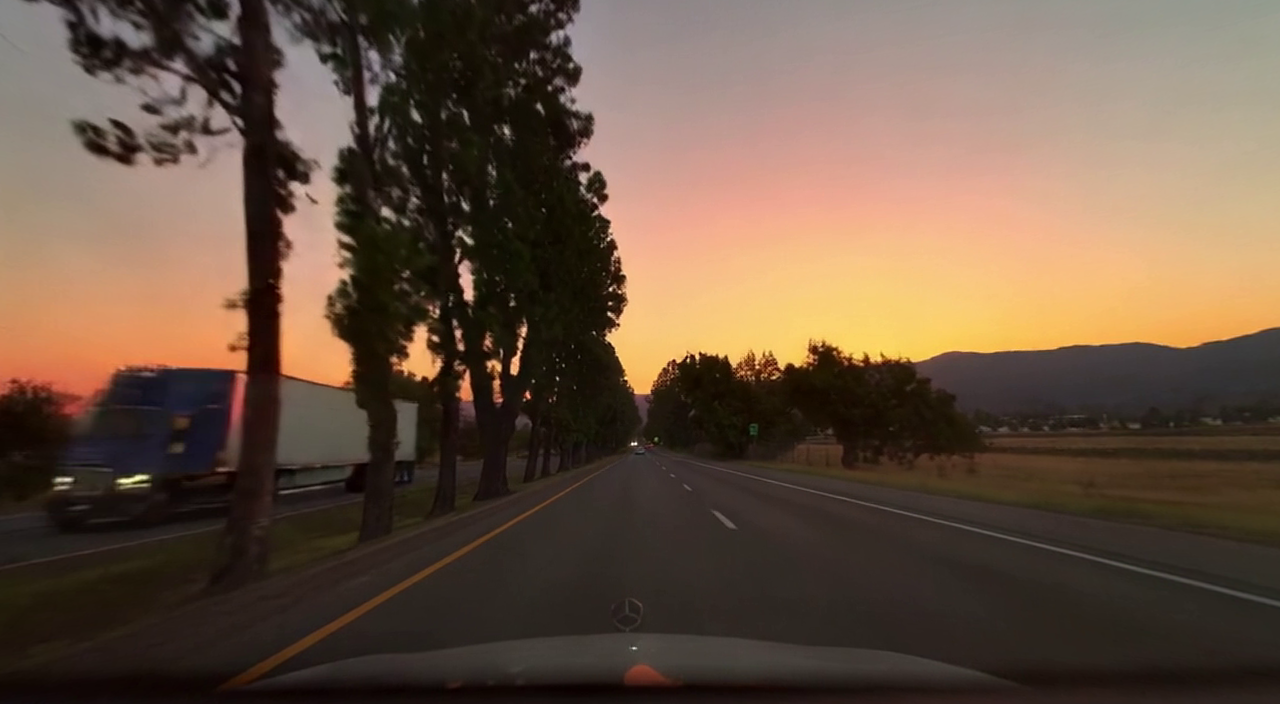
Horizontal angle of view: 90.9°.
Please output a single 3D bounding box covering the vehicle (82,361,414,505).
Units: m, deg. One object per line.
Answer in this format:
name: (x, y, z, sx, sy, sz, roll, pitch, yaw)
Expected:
vehicle: (-13.721, 3.497, 25.698, 3.028, 3.929, 16.813, 0, -9, -1)
